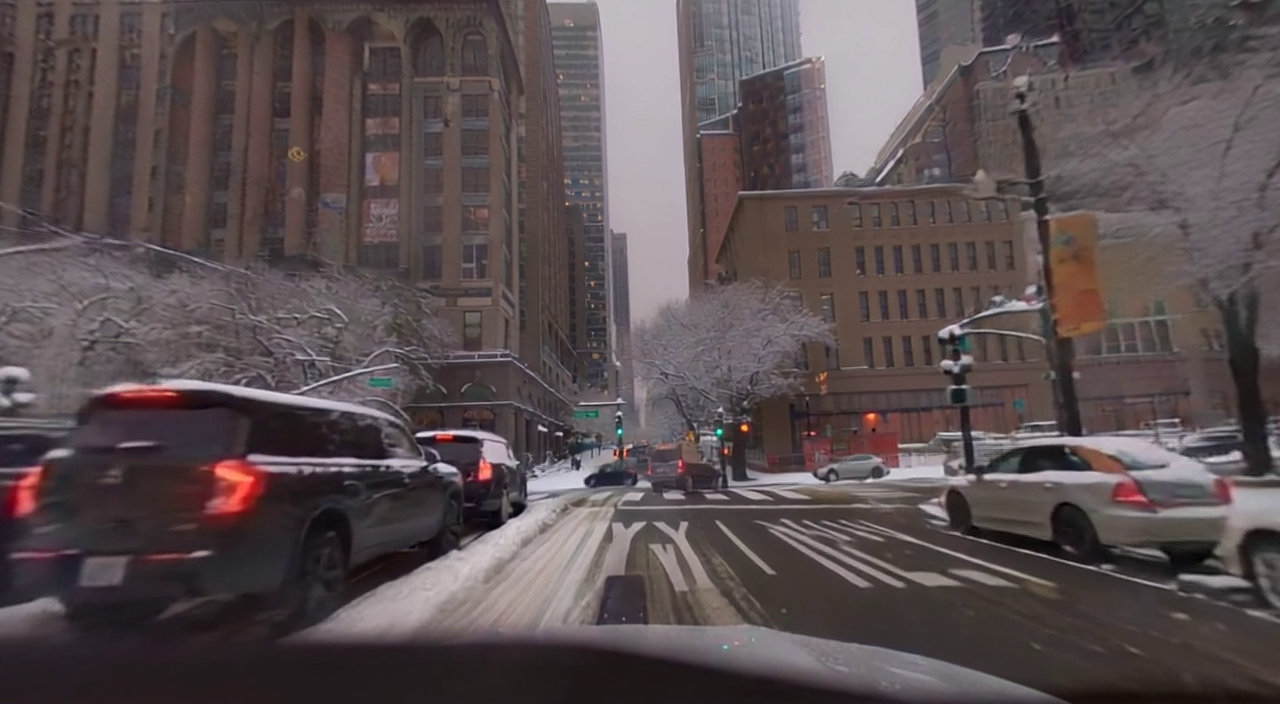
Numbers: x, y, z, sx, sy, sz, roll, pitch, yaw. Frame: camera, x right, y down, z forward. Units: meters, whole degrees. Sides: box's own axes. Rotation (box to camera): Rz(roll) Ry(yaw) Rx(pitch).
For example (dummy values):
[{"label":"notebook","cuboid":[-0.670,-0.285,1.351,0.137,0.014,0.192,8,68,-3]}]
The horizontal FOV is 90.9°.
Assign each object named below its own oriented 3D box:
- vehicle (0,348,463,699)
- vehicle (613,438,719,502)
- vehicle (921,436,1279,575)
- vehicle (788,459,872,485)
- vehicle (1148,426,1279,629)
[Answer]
[{"label":"vehicle","cuboid":[-3.385,1.294,6.004,1.977,1.887,5.068,0,-9,-1]},{"label":"vehicle","cuboid":[1.018,3.713,20.358,2.328,1.746,5.072,-3,-9,15]},{"label":"vehicle","cuboid":[6.044,1.968,8.946,2.056,1.460,4.358,0,-9,0]},{"label":"vehicle","cuboid":[11.234,7.123,37.428,4.371,1.439,1.818,0,-9,-1]},{"label":"vehicle","cuboid":[5.818,1.165,3.686,1.919,1.529,4.558,0,-9,1]}]
